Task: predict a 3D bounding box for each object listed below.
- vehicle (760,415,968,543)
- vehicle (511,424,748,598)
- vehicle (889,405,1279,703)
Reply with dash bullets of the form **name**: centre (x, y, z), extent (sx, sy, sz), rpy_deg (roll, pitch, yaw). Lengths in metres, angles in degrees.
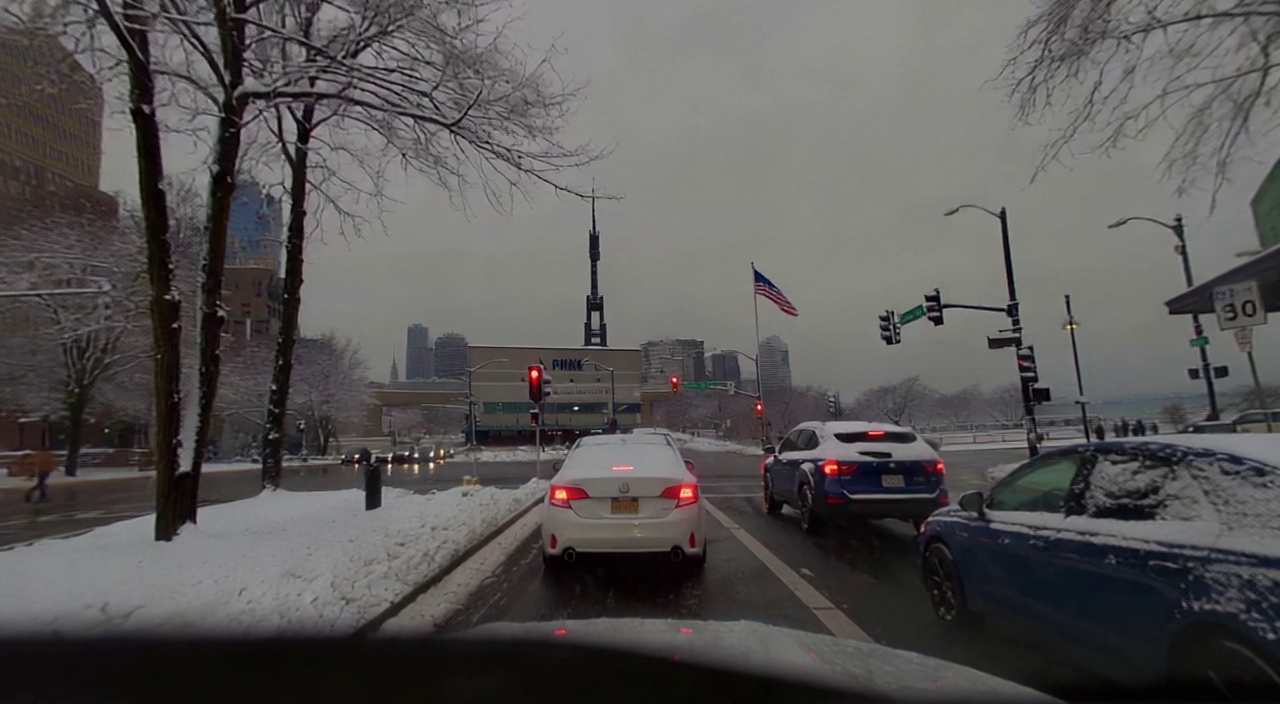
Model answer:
- **vehicle**: centre (3.522, 2.095, 11.051), extent (1.978, 1.738, 4.599), rpy_deg (0, -8, 1)
- **vehicle**: centre (-0.102, 1.696, 7.557), extent (2.096, 1.521, 3.747), rpy_deg (0, -8, 0)
- **vehicle**: centre (3.387, 1.175, 4.012), extent (1.833, 1.465, 4.258), rpy_deg (0, -8, -1)
